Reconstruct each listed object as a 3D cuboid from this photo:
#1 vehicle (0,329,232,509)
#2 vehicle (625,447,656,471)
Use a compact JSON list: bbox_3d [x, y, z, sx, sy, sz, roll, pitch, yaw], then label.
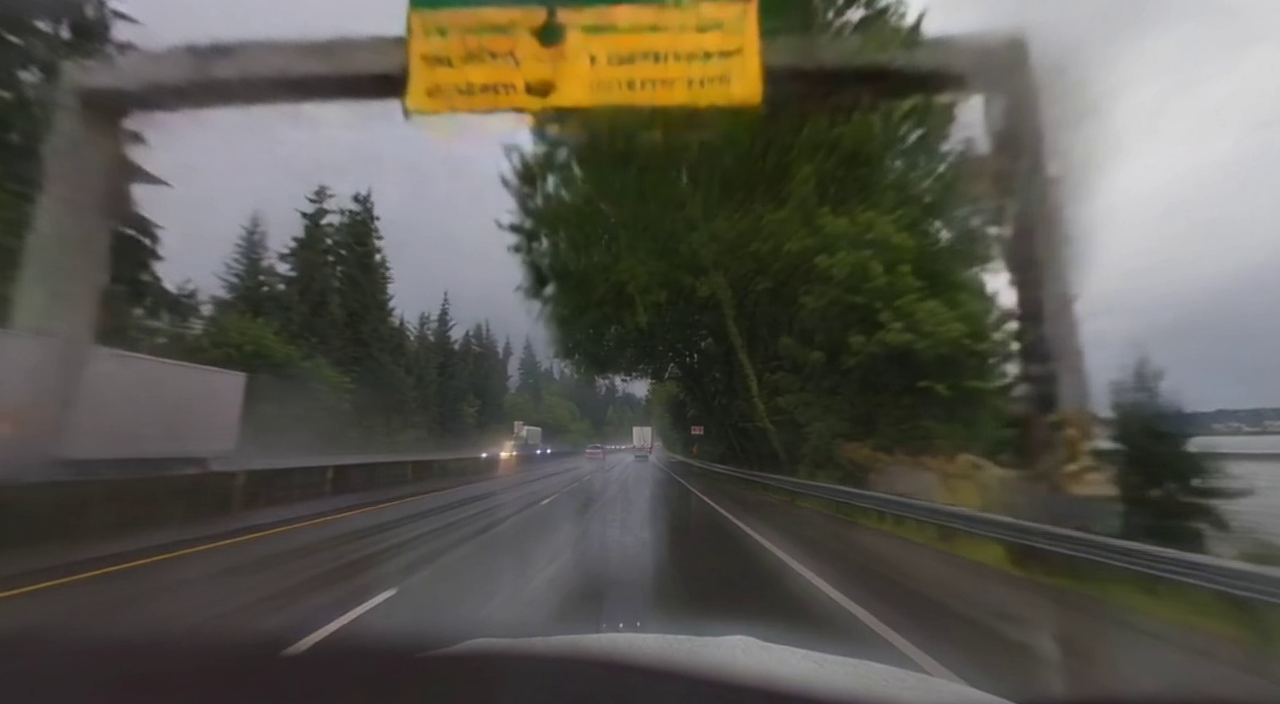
[{"bbox_3d":[-15.994,1.668,15.243,2.856,4.029,14.034,0,-9,0],"label":"vehicle"},{"bbox_3d":[0.023,6.641,39.339,1.853,1.436,3.438,0,-9,0],"label":"vehicle"}]
